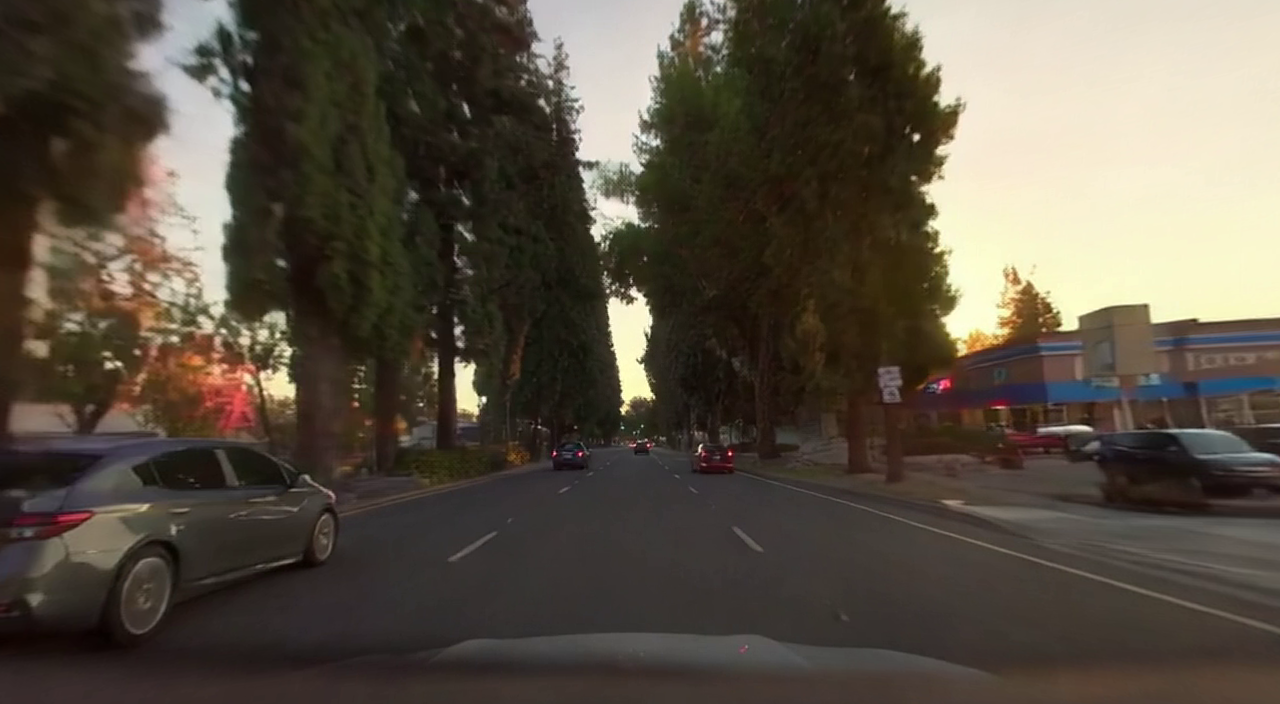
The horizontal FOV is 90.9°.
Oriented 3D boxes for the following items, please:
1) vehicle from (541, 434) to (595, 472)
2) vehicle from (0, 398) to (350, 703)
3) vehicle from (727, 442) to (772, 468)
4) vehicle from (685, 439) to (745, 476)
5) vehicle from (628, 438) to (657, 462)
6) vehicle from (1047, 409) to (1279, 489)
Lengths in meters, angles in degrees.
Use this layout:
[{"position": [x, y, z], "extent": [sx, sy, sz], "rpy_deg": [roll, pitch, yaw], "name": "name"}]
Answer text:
[{"position": [-3.532, 5.053, 31.674], "extent": [2.051, 1.747, 4.370], "rpy_deg": [0, -9, 1], "name": "vehicle"}, {"position": [-4.119, 1.143, 4.047], "extent": [1.988, 1.530, 5.155], "rpy_deg": [0, -9, 1], "name": "vehicle"}, {"position": [6.468, 6.137, 37.798], "extent": [1.856, 1.421, 4.357], "rpy_deg": [0, -9, -1], "name": "vehicle"}, {"position": [3.216, 4.632, 27.849], "extent": [2.010, 1.486, 4.498], "rpy_deg": [0, -9, -1], "name": "vehicle"}, {"position": [0.175, 6.922, 44.469], "extent": [1.922, 1.579, 3.642], "rpy_deg": [0, -9, 1], "name": "vehicle"}, {"position": [13.906, 2.554, 16.727], "extent": [2.097, 1.779, 4.720], "rpy_deg": [4, -9, -23], "name": "vehicle"}]
